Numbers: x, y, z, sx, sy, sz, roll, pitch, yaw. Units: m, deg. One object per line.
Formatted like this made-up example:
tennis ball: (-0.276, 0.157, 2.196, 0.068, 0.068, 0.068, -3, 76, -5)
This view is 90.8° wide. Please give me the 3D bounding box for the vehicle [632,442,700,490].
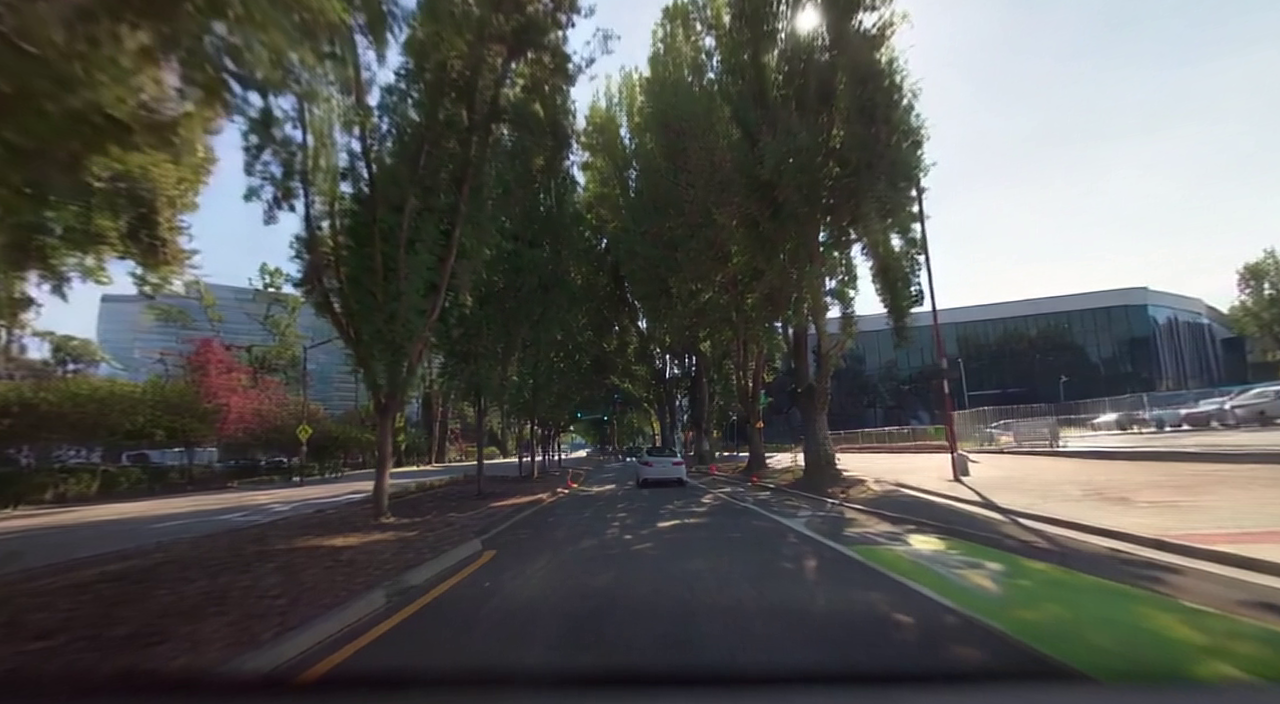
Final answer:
vehicle: (0.785, 3.957, 22.267, 2.114, 1.493, 4.430, 0, -8, -1)
